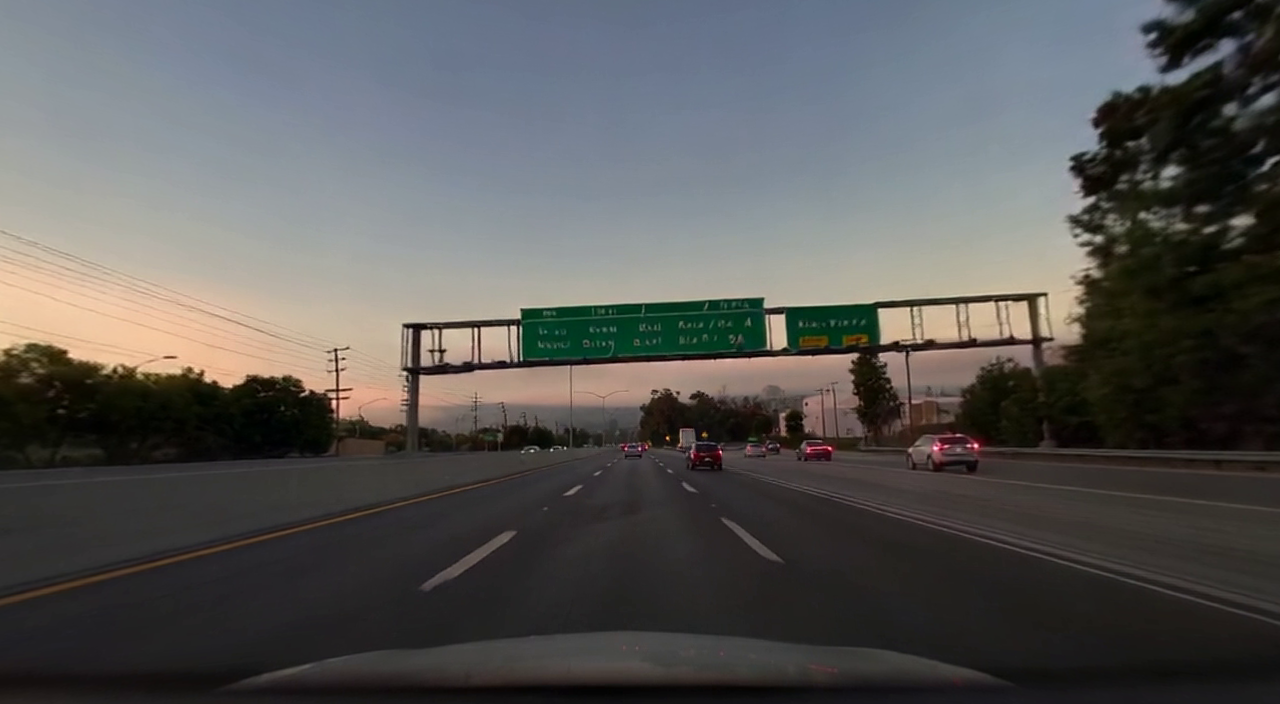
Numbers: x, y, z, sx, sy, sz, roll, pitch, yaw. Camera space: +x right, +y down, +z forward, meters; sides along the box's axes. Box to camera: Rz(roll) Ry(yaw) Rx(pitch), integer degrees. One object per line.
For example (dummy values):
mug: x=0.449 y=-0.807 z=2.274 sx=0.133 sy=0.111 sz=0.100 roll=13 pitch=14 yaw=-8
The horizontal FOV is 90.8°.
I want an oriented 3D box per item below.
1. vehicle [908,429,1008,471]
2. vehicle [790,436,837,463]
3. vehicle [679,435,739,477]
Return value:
vehicle: x=15.684 y=4.881 z=31.617 sx=2.190 sy=1.911 sz=5.658 roll=0 pitch=-8 yaw=2
vehicle: x=12.323 y=6.966 z=45.249 sx=2.070 sy=1.782 sz=5.006 roll=-1 pitch=-8 yaw=2
vehicle: x=2.937 y=4.531 z=27.762 sx=1.997 sy=1.638 sz=4.281 roll=0 pitch=-8 yaw=-2
